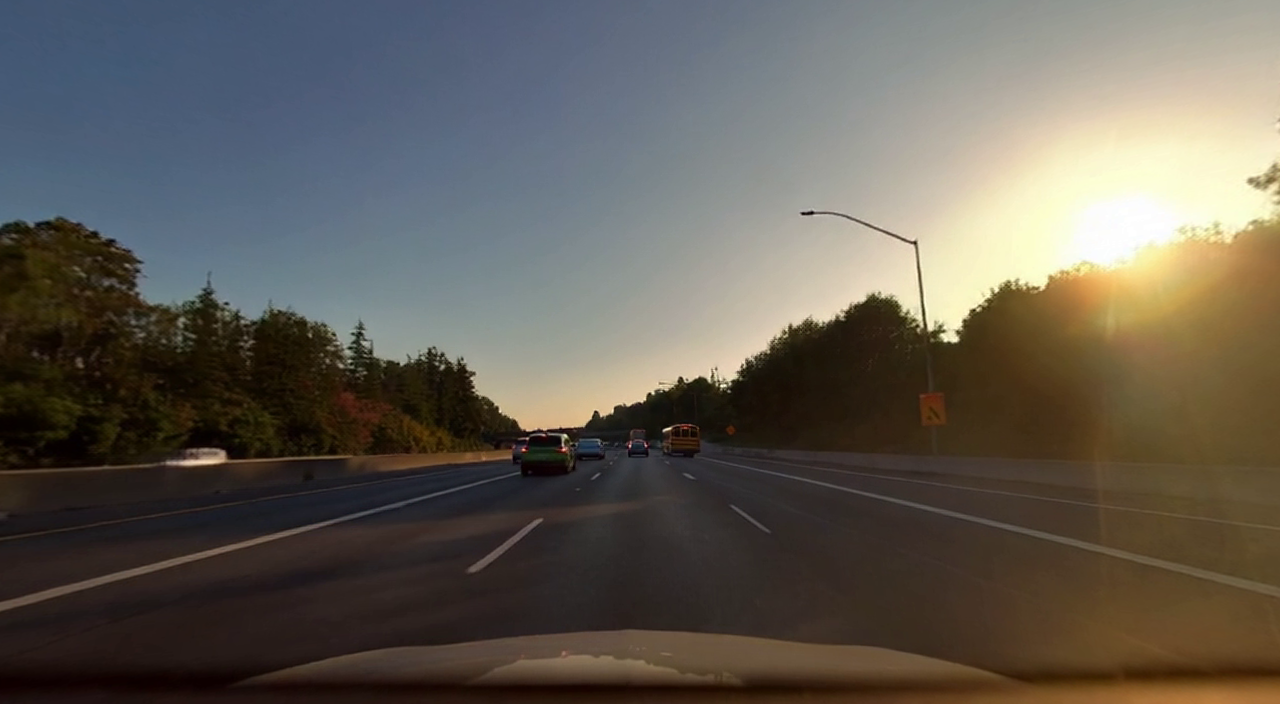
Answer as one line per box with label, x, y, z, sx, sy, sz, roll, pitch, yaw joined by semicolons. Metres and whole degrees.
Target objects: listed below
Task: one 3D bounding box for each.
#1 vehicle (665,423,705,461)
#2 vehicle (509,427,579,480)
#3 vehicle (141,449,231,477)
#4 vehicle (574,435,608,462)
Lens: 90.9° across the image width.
vehicle;3.474;7.139;49.938;2.573;2.828;6.754;0;-8;0
vehicle;-3.655;3.968;24.837;2.016;1.898;4.458;0;-8;1
vehicle;-26.873;6.560;37.555;1.955;1.497;4.582;0;-8;-1
vehicle;-3.492;7.061;46.021;2.155;1.843;4.567;0;-8;0
